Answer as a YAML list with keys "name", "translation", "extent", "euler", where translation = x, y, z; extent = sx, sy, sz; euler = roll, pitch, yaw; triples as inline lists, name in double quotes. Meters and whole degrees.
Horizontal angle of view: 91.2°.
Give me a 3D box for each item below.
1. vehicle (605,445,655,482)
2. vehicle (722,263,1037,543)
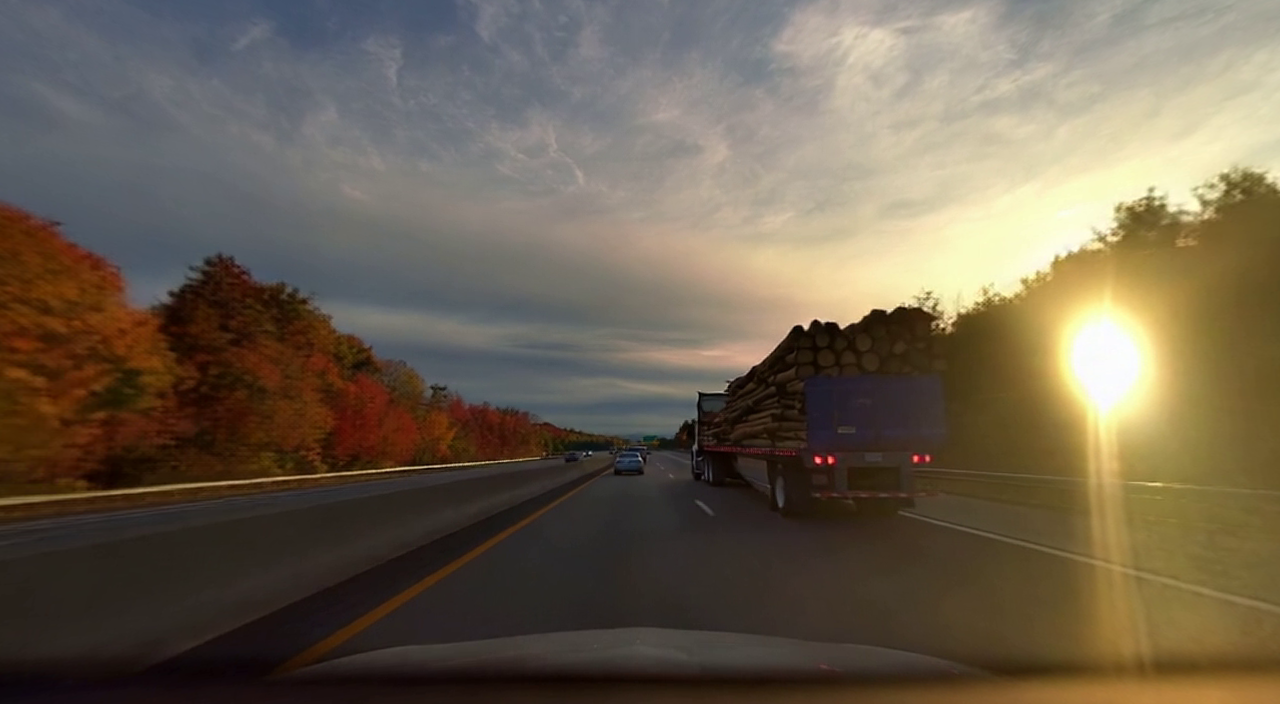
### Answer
- name: "vehicle"
  translation: [-0.441, 5.000, 28.410]
  extent: [2.099, 1.506, 4.097]
  euler: [-1, -9, 0]
- name: "vehicle"
  translation: [3.847, 1.297, 12.972]
  extent: [3.004, 3.923, 8.363]
  euler: [0, -9, -1]
